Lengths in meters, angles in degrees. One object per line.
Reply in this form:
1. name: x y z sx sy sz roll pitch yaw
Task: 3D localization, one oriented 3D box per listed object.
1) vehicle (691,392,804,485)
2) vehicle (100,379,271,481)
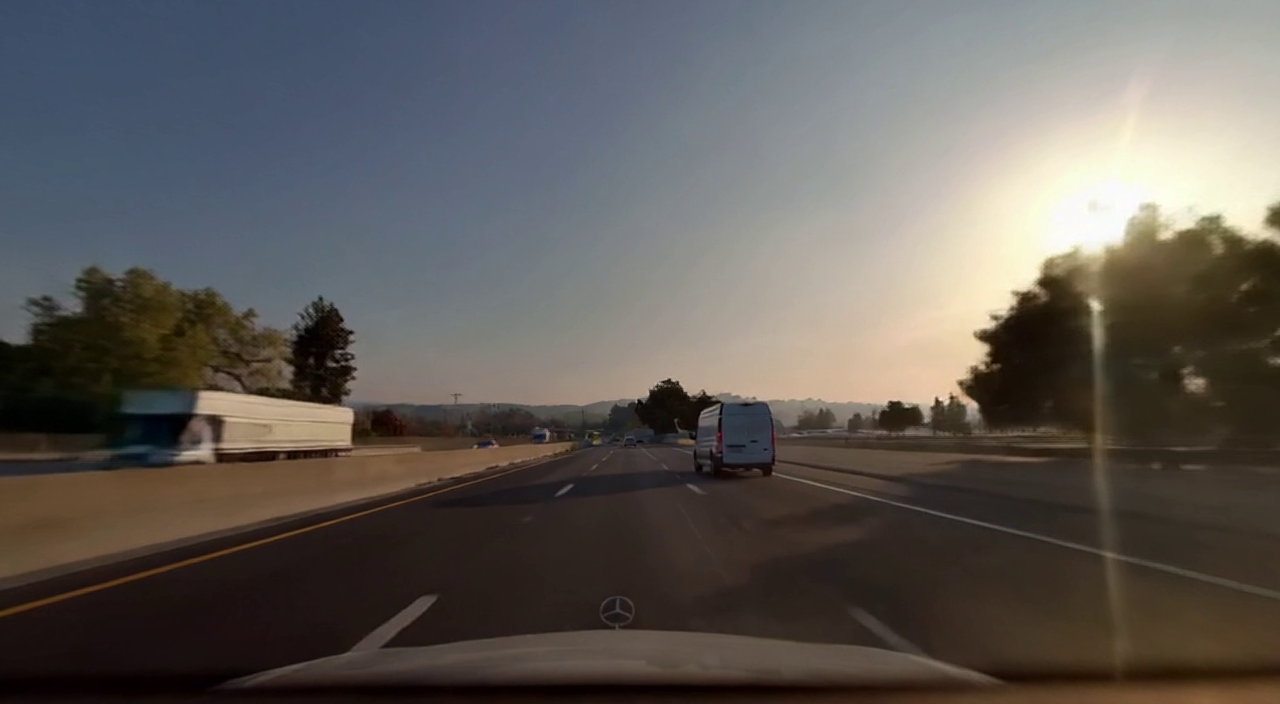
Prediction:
1. vehicle: 3.374 2.998 21.682 2.431 2.667 6.921 0 -8 -2
2. vehicle: -20.166 3.568 28.540 3.147 4.064 6.027 0 -8 -1
